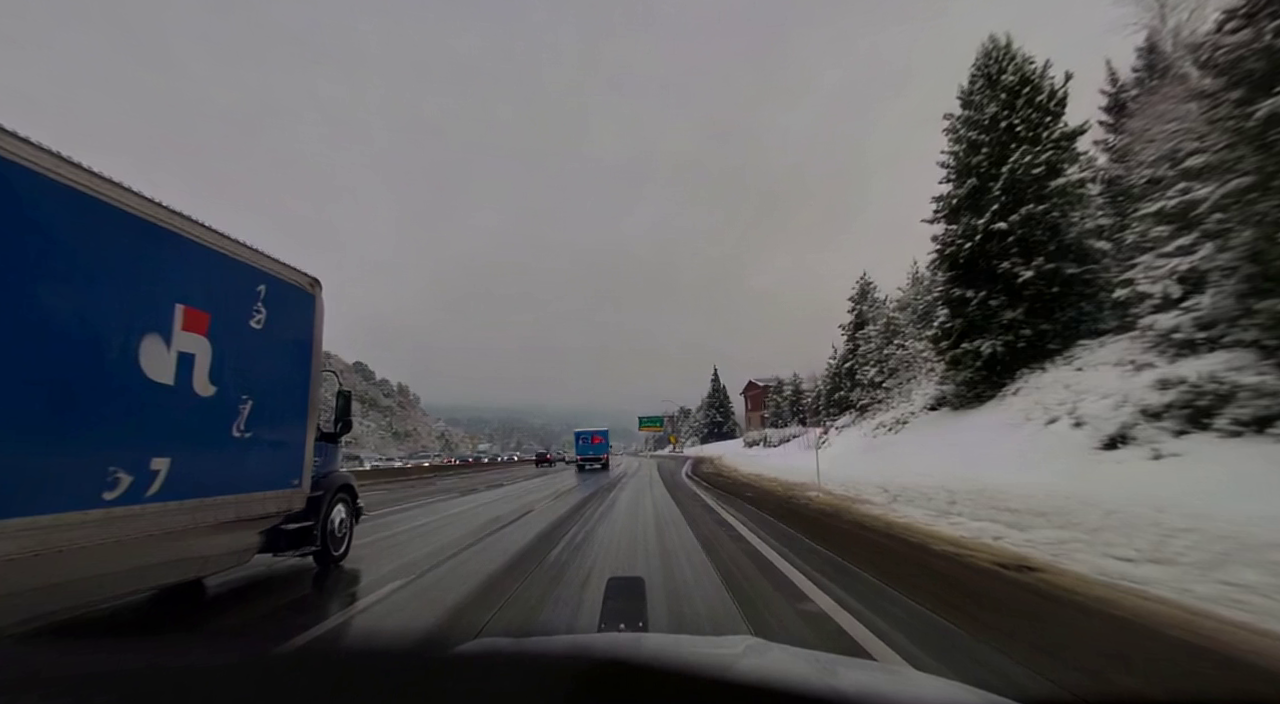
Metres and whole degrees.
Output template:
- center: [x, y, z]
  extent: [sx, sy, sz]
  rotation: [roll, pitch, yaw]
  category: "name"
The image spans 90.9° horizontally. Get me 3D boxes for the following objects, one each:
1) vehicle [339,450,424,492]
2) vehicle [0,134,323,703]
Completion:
- center: [-11.675, 5.382, 28.828]
  extent: [1.931, 1.692, 4.443]
  rotation: [0, -8, 1]
  category: "vehicle"
- center: [-4.181, 0.399, 2.933]
  extent: [2.318, 2.834, 5.910]
  rotation: [0, -8, -1]
  category: "vehicle"
